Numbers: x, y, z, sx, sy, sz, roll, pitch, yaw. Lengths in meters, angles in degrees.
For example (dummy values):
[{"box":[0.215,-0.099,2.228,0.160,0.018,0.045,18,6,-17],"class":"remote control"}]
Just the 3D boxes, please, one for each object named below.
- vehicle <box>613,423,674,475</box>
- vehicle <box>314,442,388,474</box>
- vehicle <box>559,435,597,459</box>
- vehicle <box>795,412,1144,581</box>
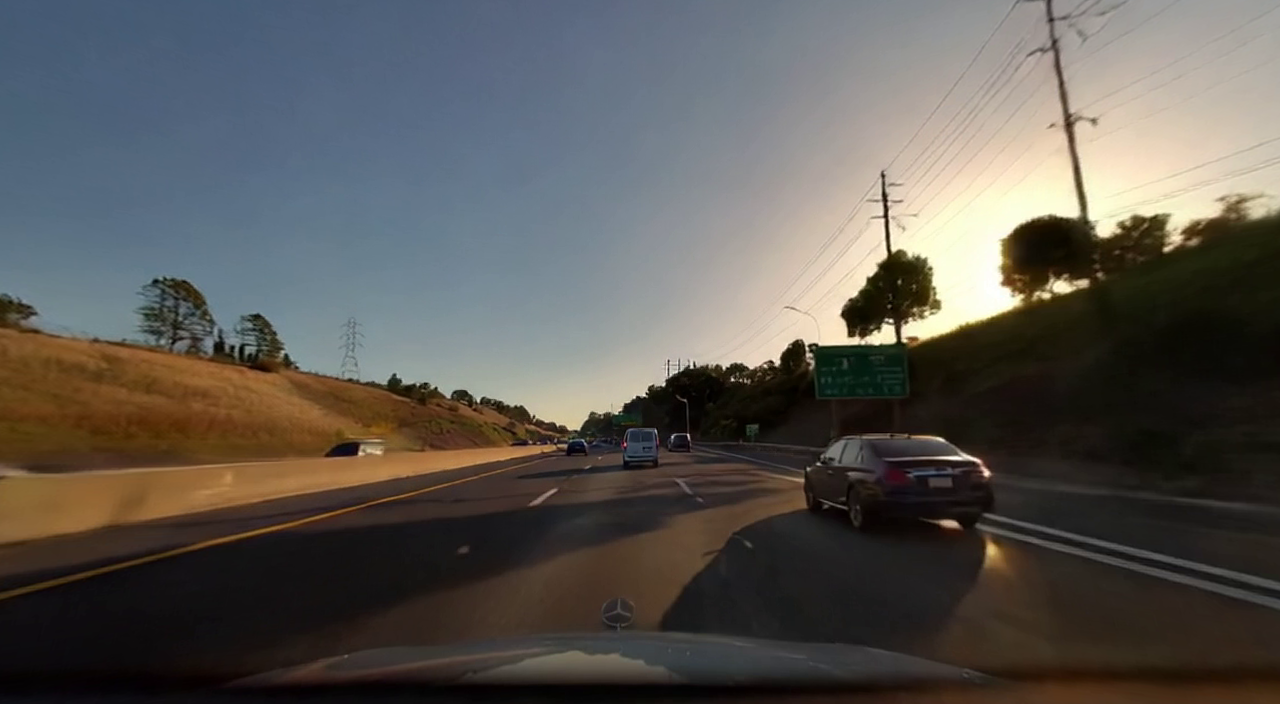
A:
[{"box":[0.089,3.730,24.498,2.159,1.811,4.238,0,-8,-1],"class":"vehicle"},{"box":[-16.404,5.990,36.030,2.024,1.638,4.554,0,-8,0],"class":"vehicle"},{"box":[-4.100,6.301,42.219,2.093,1.517,4.648,0,-8,0],"class":"vehicle"},{"box":[3.663,1.657,8.277,1.923,1.562,4.691,0,-8,-2],"class":"vehicle"}]
